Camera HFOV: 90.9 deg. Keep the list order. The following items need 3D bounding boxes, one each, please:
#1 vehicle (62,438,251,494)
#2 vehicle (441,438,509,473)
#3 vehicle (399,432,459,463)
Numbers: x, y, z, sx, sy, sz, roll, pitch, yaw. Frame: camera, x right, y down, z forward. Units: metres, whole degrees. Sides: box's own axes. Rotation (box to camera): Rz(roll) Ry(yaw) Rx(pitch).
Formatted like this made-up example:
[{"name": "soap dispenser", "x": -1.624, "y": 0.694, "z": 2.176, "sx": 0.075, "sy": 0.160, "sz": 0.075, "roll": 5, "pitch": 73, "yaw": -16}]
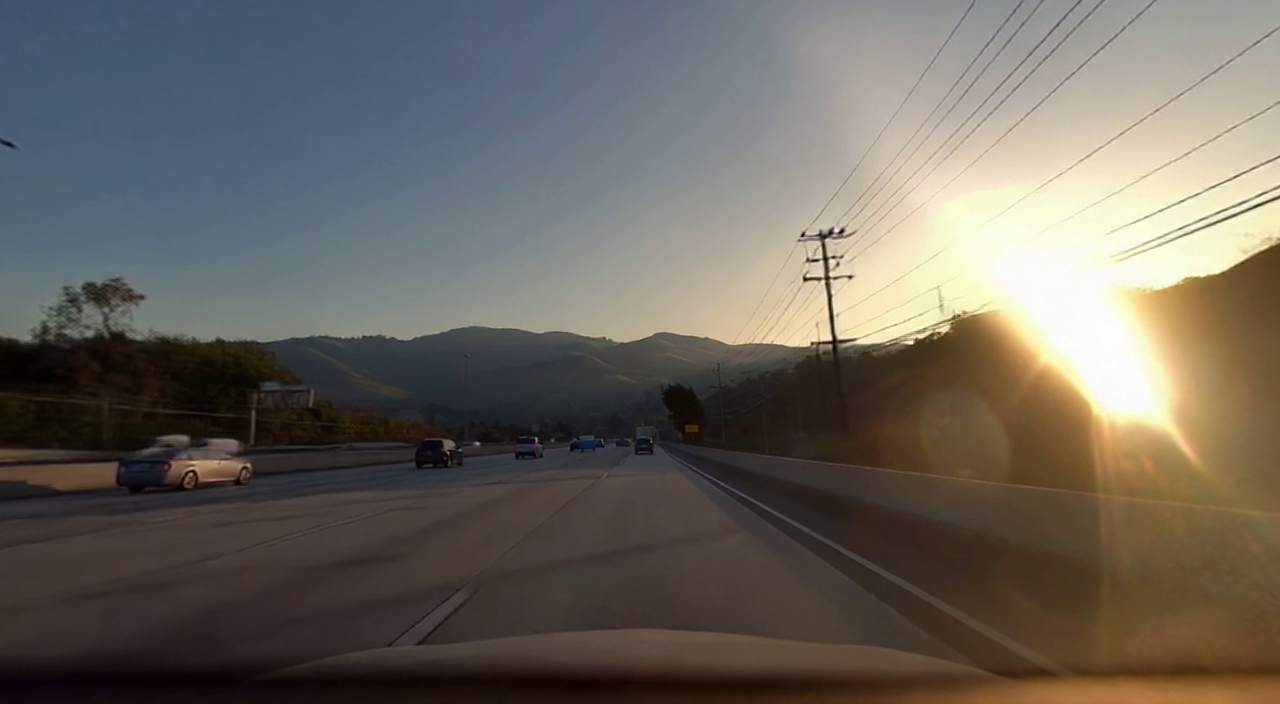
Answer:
[{"name": "vehicle", "x": -14.378, "y": 3.401, "z": 19.238, "sx": 1.885, "sy": 1.474, "sz": 4.849, "roll": 0, "pitch": -9, "yaw": 1}, {"name": "vehicle", "x": -7.455, "y": 4.729, "z": 28.915, "sx": 1.899, "sy": 1.472, "sz": 4.202, "roll": 0, "pitch": -8, "yaw": 1}, {"name": "vehicle", "x": -14.181, "y": 6.469, "z": 42.710, "sx": 2.172, "sy": 1.946, "sz": 5.017, "roll": 0, "pitch": -9, "yaw": 1}]
